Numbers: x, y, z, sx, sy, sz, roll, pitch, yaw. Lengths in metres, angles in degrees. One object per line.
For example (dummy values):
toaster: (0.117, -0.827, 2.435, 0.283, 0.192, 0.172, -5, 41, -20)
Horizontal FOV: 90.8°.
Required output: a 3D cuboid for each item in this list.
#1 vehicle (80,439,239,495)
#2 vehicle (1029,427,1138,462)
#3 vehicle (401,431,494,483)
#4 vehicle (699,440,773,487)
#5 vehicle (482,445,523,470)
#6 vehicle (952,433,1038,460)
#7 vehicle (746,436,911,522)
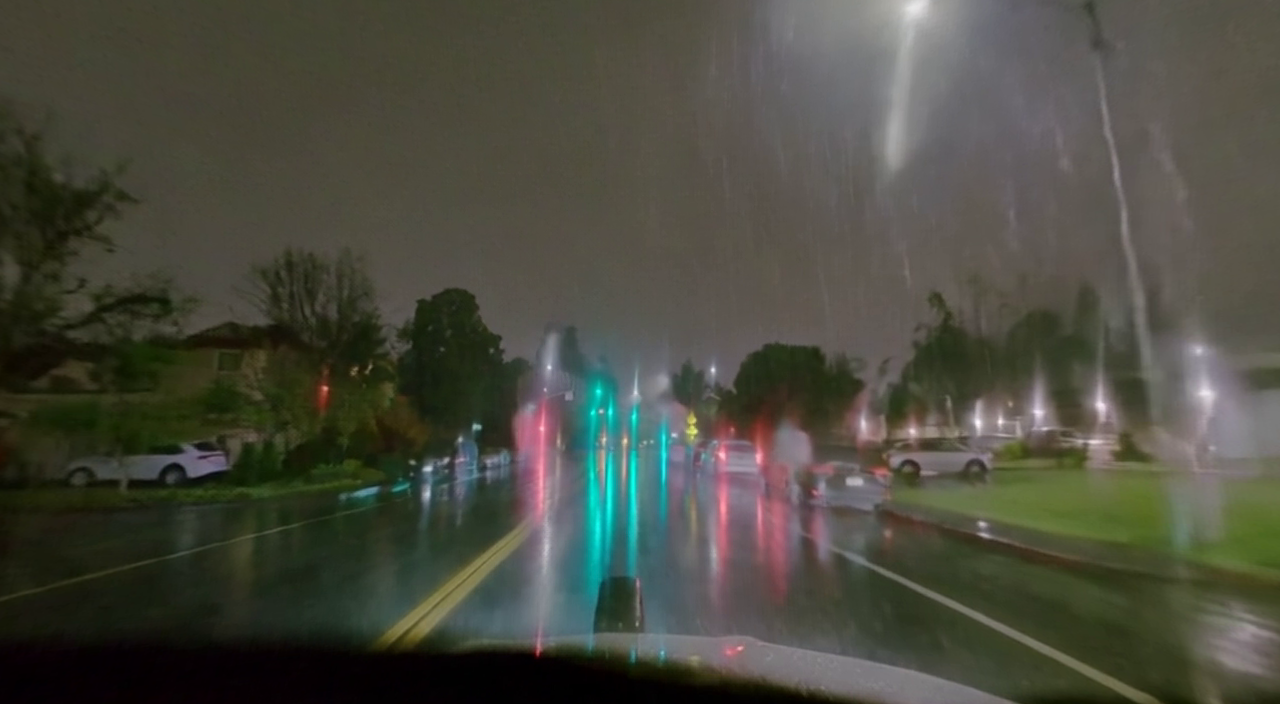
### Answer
vehicle: (-14.693, 3.507, 19.648, 1.848, 1.562, 3.827, 0, -8, 1)
vehicle: (24.493, 5.116, 35.006, 4.476, 1.795, 2.055, 0, -9, -2)
vehicle: (-8.199, 4.516, 27.585, 2.420, 2.004, 5.615, 0, -8, -2)
vehicle: (3.340, 3.979, 22.897, 1.809, 1.513, 4.264, 1, -8, -3)
vehicle: (-8.634, 6.624, 40.022, 1.860, 1.476, 4.594, 1, -8, -4)
vehicle: (24.432, 6.494, 43.564, 4.599, 1.759, 2.060, -1, -9, -1)
vehicle: (3.777, 2.613, 13.612, 1.955, 1.536, 4.395, 1, -8, -4)
